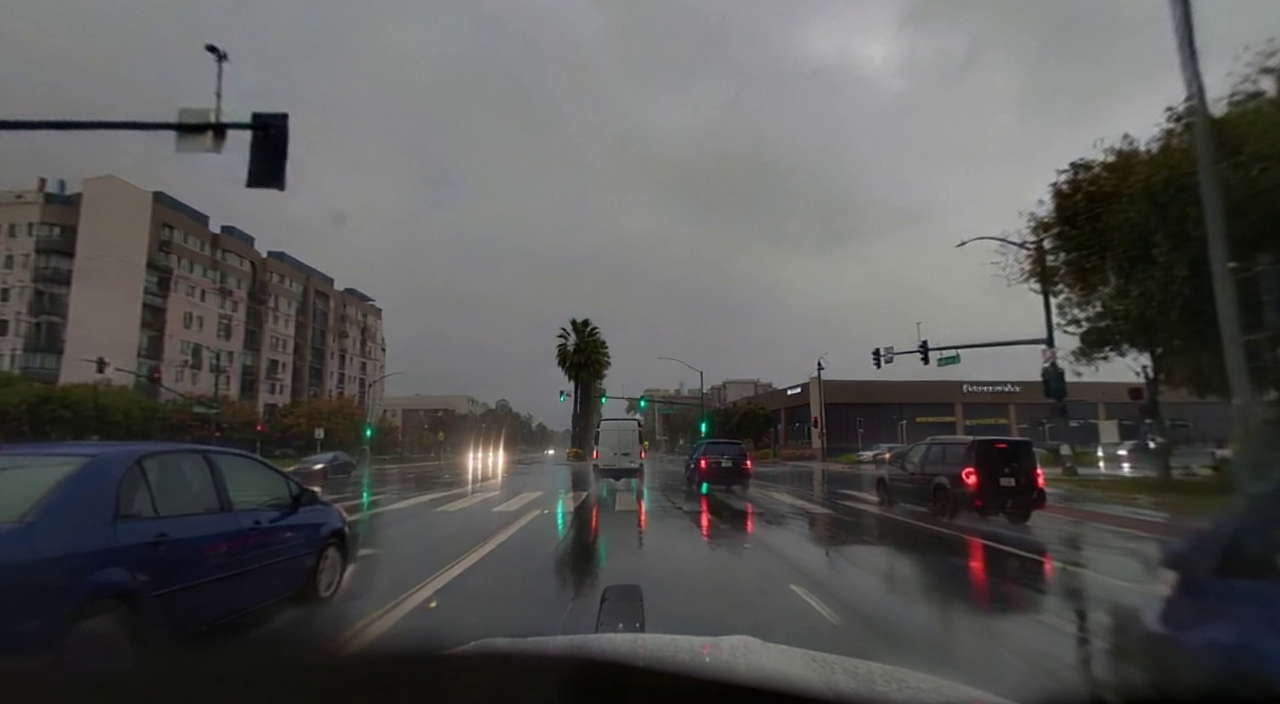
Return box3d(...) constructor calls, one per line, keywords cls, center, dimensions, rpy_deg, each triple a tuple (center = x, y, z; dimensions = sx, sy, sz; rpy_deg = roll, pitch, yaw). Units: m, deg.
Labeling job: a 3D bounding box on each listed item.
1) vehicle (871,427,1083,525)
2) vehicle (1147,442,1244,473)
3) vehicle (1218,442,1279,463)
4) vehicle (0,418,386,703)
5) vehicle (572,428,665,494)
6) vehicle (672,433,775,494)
box3d(cls="vehicle", center=(7.010, 2.618, 13.878), dimensions=(2.023, 1.771, 4.488), rpy_deg=(0, -9, -2))
box3d(cls="vehicle", center=(31.868, 6.015, 36.259), dimensions=(4.327, 1.665, 1.953), rpy_deg=(2, -9, -15))
box3d(cls="vehicle", center=(46.669, 7.610, 47.991), dimensions=(4.237, 1.487, 2.028), rpy_deg=(2, -9, -16))
box3d(cls="vehicle", center=(-3.573, 1.222, 4.054), dimensions=(1.997, 1.430, 4.655), rpy_deg=(0, -9, -1))
box3d(cls="vehicle", center=(-0.761, 3.771, 22.276), dimensions=(2.848, 1.991, 5.706), rpy_deg=(0, -9, -2))
box3d(cls="vehicle", center=(2.552, 3.603, 20.775), dimensions=(2.462, 1.736, 4.899), rpy_deg=(0, -9, -3))
